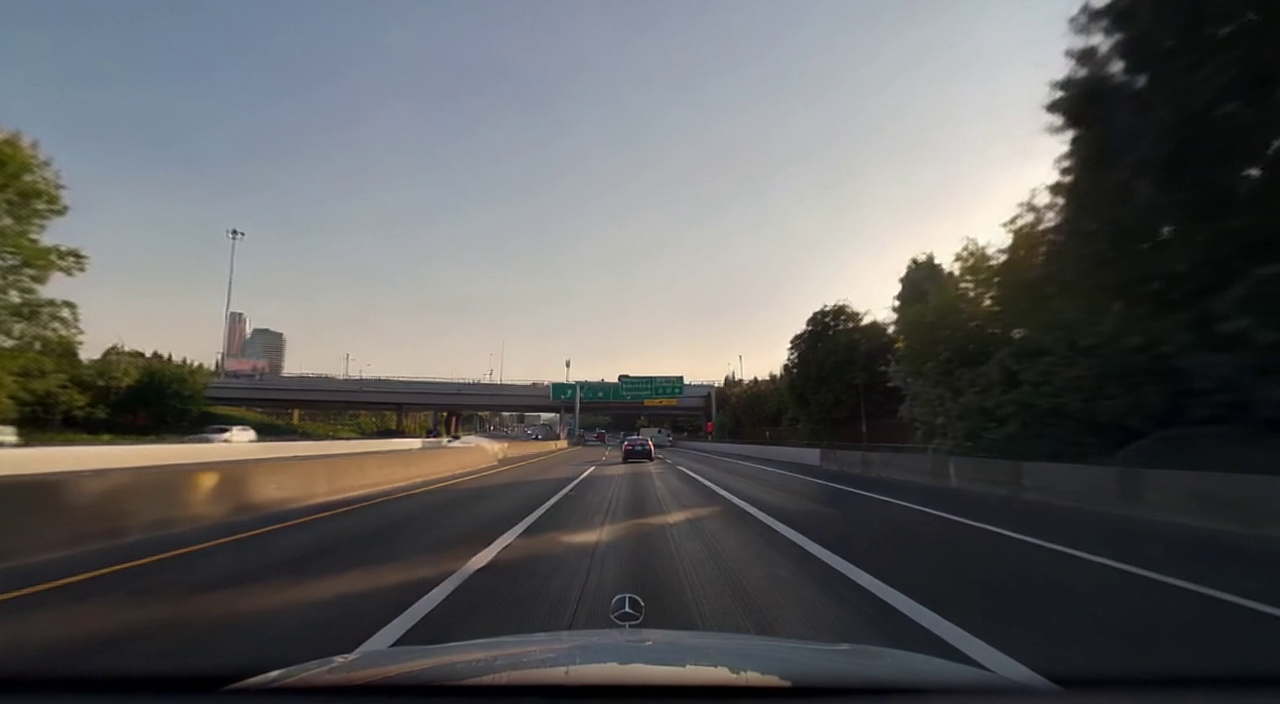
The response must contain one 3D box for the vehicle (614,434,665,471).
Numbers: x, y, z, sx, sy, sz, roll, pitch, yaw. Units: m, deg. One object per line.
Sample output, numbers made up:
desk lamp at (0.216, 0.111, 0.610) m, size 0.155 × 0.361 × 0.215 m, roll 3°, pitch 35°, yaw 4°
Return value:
vehicle at (-0.042, 4.510, 28.361) m, size 2.130 × 1.512 × 4.057 m, roll 1°, pitch -8°, yaw 0°
